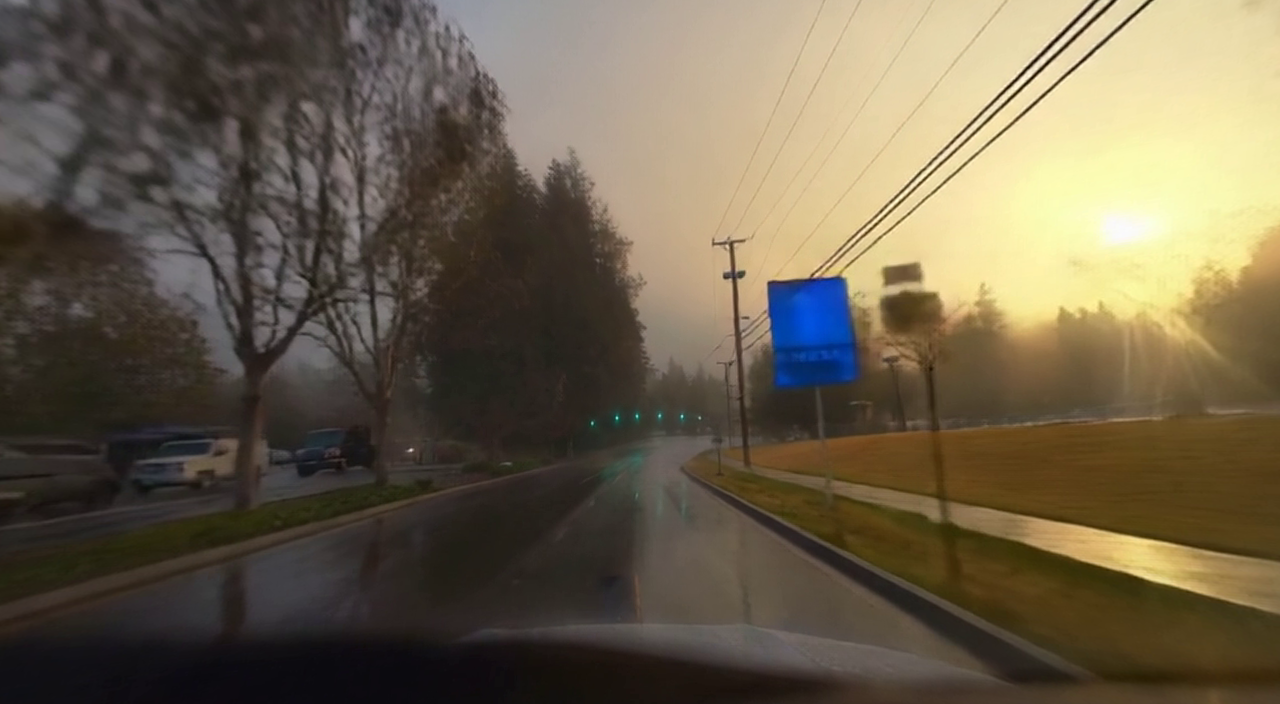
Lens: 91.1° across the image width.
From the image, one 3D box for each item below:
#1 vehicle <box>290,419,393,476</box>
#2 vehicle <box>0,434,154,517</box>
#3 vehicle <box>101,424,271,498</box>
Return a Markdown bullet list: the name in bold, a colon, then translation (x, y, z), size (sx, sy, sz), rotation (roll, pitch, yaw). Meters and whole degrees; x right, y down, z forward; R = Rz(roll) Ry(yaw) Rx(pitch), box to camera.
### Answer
- **vehicle**: translation (-18.313, 5.942, 39.162), size (2.739, 3.171, 7.030), rotation (1, -8, 1)
- **vehicle**: translation (-17.017, 3.555, 18.547), size (2.273, 2.115, 4.667), rotation (1, -9, -12)
- **vehicle**: translation (-18.035, 4.362, 25.564), size (2.327, 2.595, 6.045), rotation (-1, -9, 0)
